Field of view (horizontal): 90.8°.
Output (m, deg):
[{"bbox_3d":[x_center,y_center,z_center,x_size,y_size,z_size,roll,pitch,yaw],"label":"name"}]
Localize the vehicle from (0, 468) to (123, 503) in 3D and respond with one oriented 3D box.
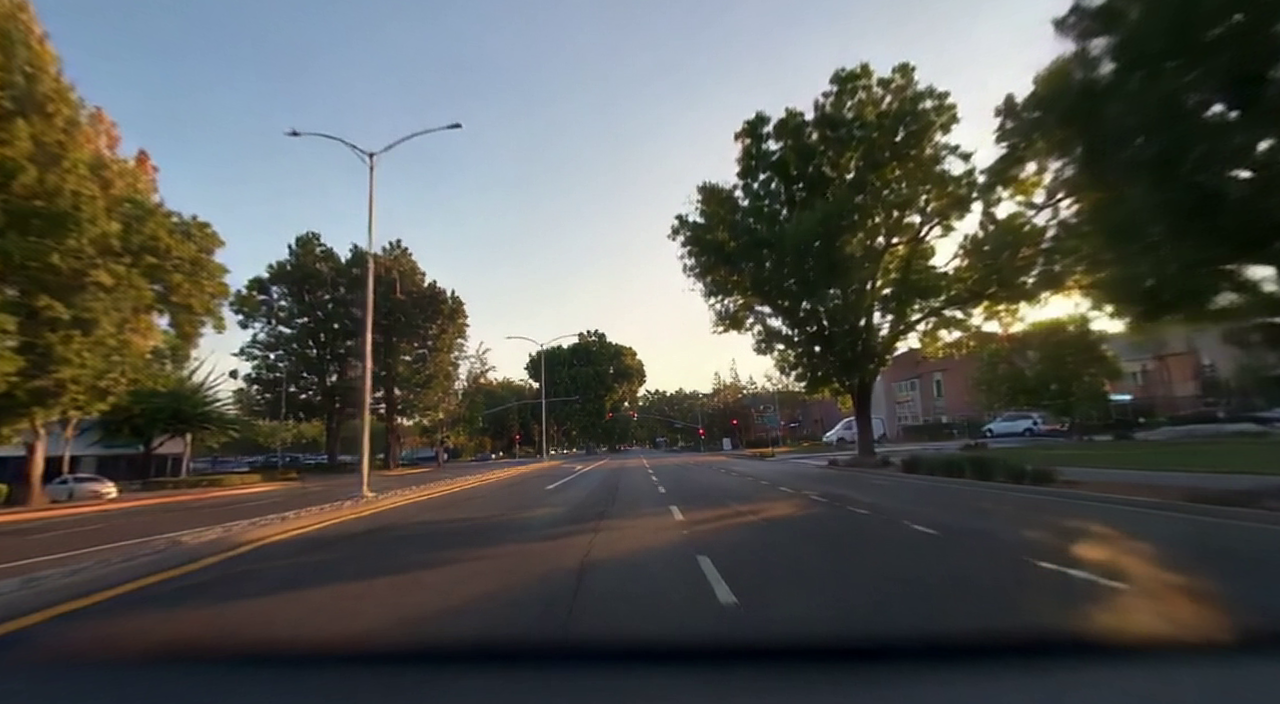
[{"bbox_3d":[-31.244,7.164,34.061,4.885,1.727,2.080,0,-9,1],"label":"vehicle"}]
